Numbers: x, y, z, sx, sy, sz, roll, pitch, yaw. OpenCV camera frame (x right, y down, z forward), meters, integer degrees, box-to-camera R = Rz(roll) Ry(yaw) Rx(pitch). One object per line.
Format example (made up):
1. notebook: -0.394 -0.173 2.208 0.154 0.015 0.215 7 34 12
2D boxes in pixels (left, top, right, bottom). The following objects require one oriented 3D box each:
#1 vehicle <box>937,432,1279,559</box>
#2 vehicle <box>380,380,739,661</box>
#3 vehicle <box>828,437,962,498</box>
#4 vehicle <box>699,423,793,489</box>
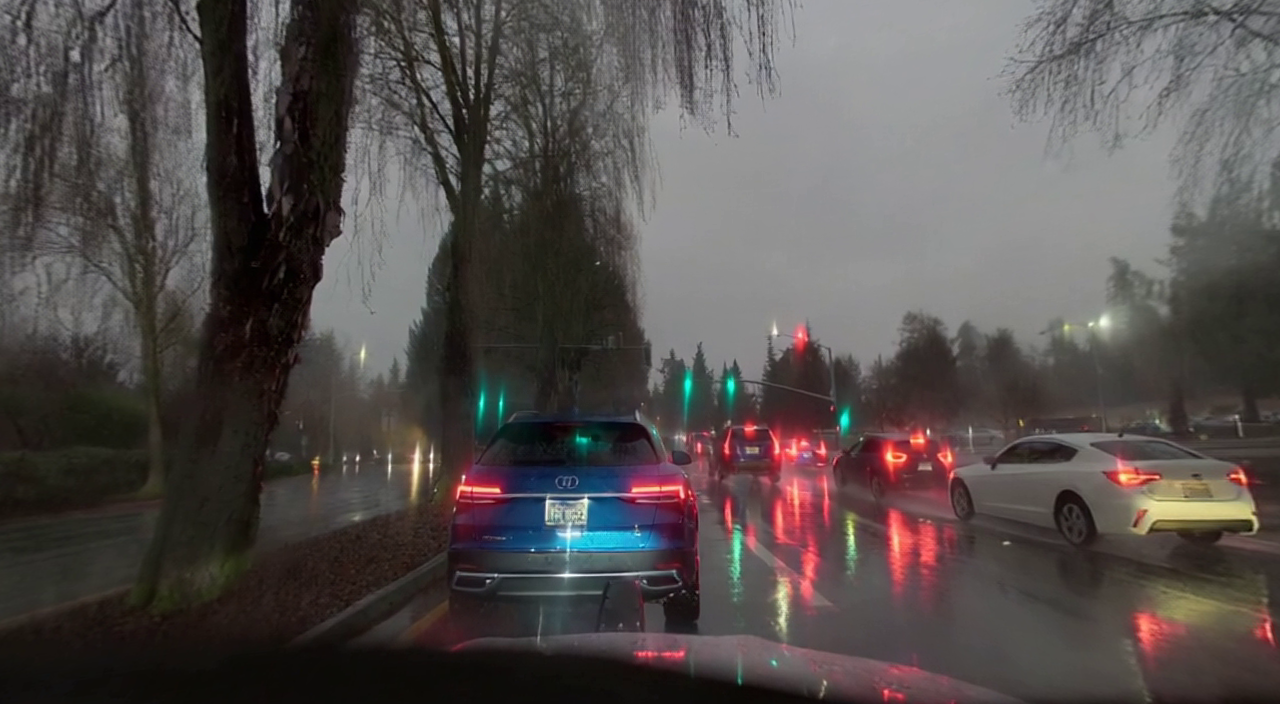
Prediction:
1. vehicle: 6.583 2.010 9.657 1.894 1.445 4.565 0 -9 0
2. vehicle: -0.440 1.346 6.089 2.201 1.709 4.271 0 -9 2
3. vehicle: 6.951 3.188 17.826 1.890 1.489 4.415 0 -9 -1
4. vehicle: 3.353 3.431 21.056 2.200 1.909 4.853 0 -9 -1
